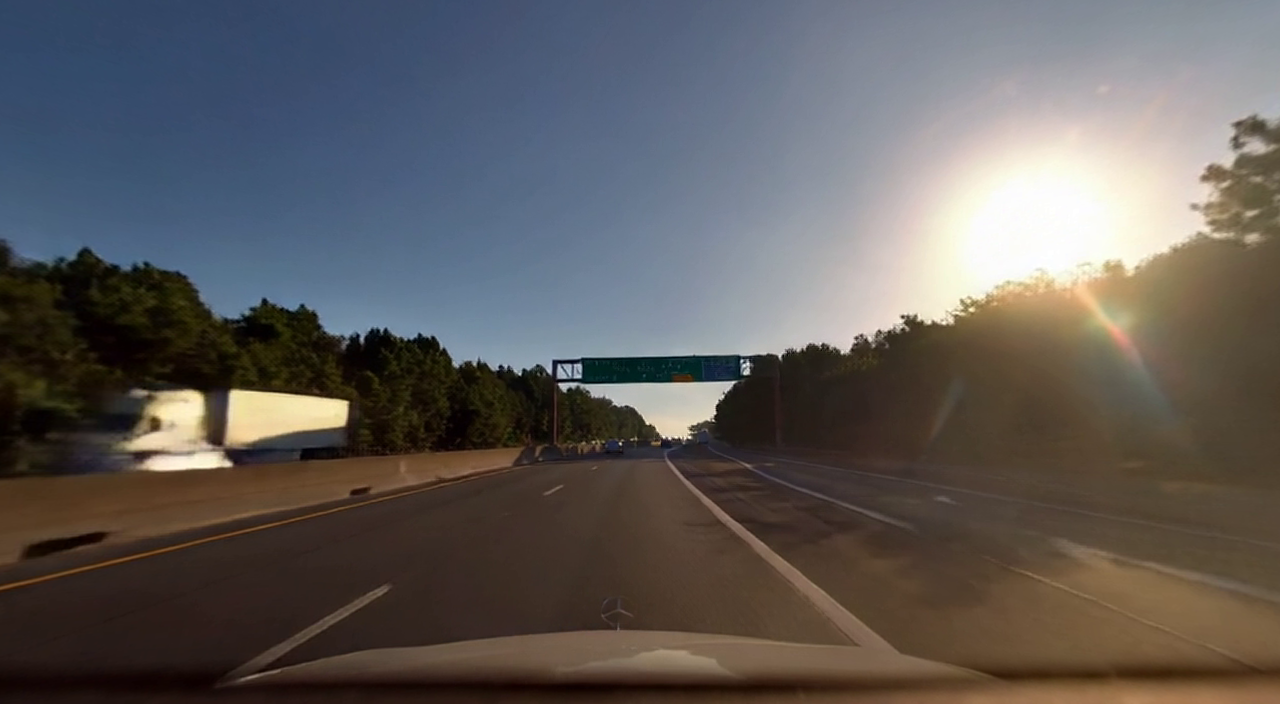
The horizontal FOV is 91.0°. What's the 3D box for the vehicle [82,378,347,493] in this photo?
[{"bbox_3d":[-15.264,3.217,24.128,3.205,3.498,9.568,0,-8,2],"label":"vehicle"}]
